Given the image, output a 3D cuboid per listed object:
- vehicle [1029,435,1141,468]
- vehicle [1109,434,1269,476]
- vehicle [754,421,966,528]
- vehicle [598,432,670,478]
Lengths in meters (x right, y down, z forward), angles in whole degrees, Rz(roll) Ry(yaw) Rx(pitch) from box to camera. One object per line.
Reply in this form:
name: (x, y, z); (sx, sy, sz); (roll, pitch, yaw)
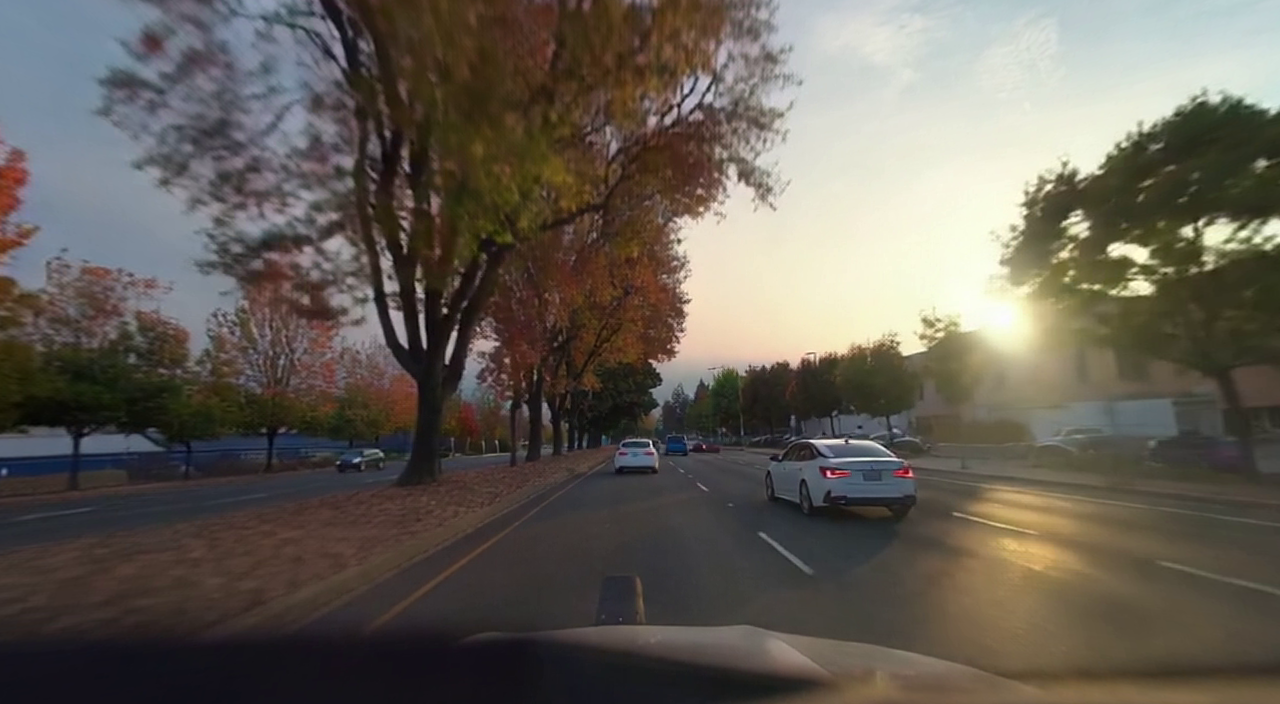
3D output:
vehicle: (21.032, 4.717, 30.142); (1.890, 1.455, 4.592); (0, -8, -2)
vehicle: (20.989, 3.960, 24.495); (1.890, 1.445, 4.805); (0, -8, 0)
vehicle: (3.469, 2.028, 11.037); (2.094, 1.480, 4.323); (0, -8, -1)
vehicle: (-0.202, 3.605, 22.333); (2.289, 1.471, 4.477); (0, -8, 0)
